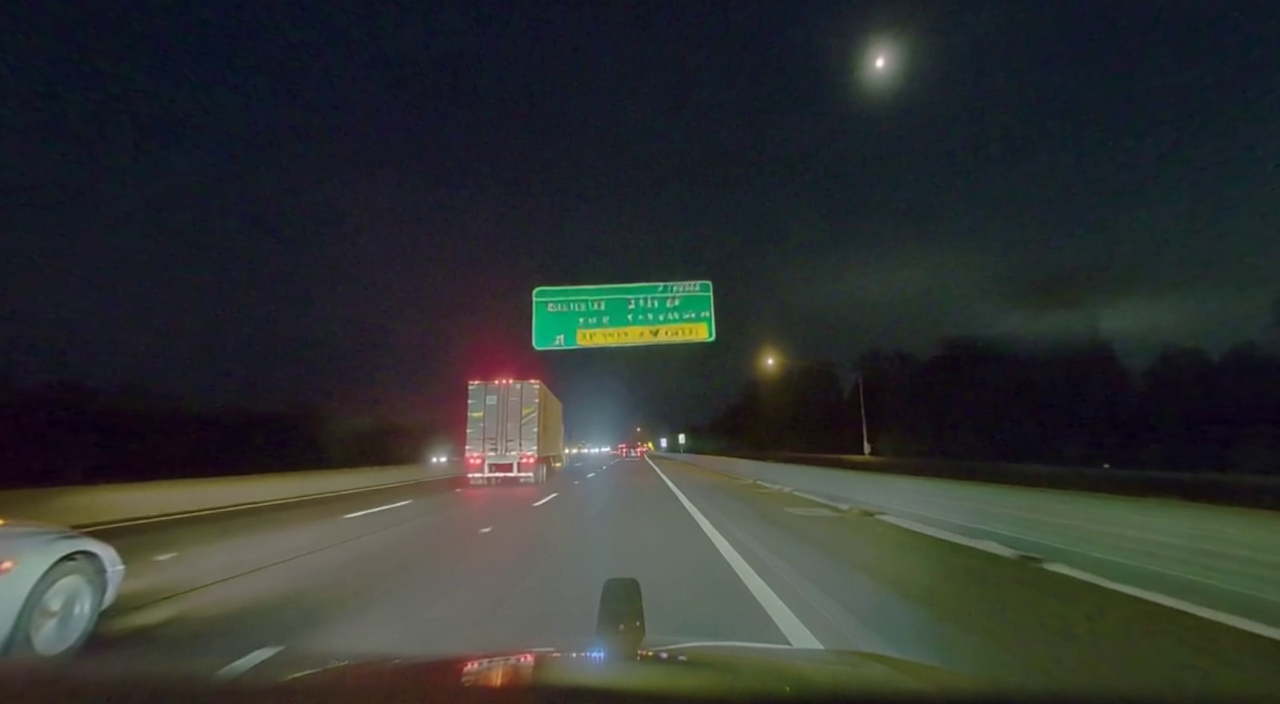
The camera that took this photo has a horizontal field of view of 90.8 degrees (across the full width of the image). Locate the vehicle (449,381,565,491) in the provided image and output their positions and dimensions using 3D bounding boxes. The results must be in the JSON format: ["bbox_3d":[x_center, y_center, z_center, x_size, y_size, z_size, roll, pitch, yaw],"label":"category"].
[{"bbox_3d":[-4.626,3.198,23.595,2.707,3.461,7.191,0,-9,0],"label":"vehicle"}]
